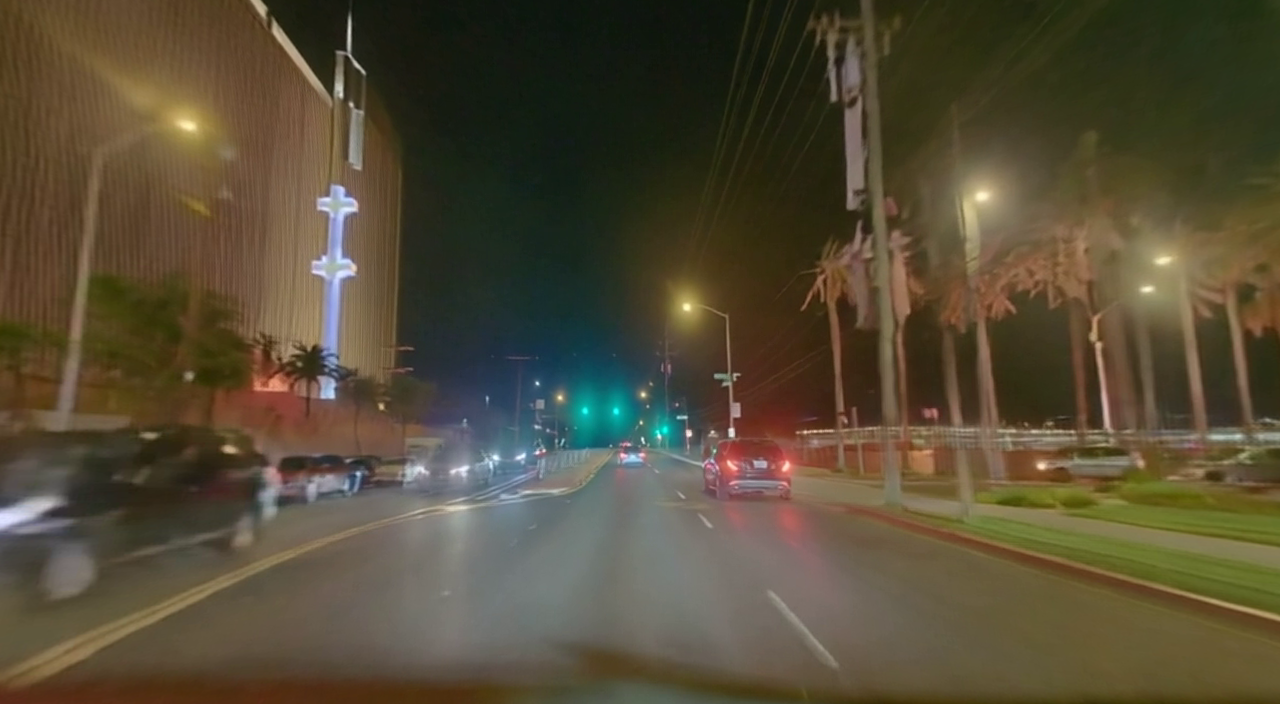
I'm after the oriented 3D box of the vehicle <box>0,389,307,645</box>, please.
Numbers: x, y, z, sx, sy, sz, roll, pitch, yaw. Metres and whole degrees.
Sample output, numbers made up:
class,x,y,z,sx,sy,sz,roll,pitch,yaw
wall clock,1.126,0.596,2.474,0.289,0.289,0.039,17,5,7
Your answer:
class,x,y,z,sx,sy,sz,roll,pitch,yaw
vehicle,-5.839,1.513,6.604,2.106,1.890,4.783,0,-8,0

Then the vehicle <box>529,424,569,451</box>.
class,x,y,z,sx,sy,sz,roll,pitch,yaw
vehicle,-6.541,6.231,45.834,2.295,1.837,4.680,0,-8,-1

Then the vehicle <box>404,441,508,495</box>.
class,x,y,z,sx,sy,sz,roll,pitch,yaw
vehicle,-5.942,3.770,21.092,2.168,1.572,4.635,0,-8,-1

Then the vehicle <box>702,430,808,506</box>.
class,x,y,z,sx,sy,sz,roll,pitch,yaw
vehicle,3.052,3.174,17.784,1.995,1.858,4.333,0,-8,-2

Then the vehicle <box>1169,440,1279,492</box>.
class,x,y,z,sx,sy,sz,roll,pitch,yaw
vehicle,20.574,3.656,20.548,4.673,1.592,2.193,-1,-8,2

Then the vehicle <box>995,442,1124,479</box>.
class,x,y,z,sx,sy,sz,roll,pitch,yaw
vehicle,20.325,5.252,30.776,4.540,1.386,2.337,-4,-8,-1

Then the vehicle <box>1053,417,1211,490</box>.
class,x,y,z,sx,sy,sz,roll,pitch,yaw
vehicle,24.094,5.002,31.223,5.041,3.302,3.064,1,-9,1

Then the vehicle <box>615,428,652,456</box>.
class,x,y,z,sx,sy,sz,roll,pitch,yaw
vehicle,-0.458,5.703,39.820,2.196,1.655,3.939,0,-8,-2

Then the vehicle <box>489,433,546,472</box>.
class,x,y,z,sx,sy,sz,roll,pitch,yaw
vehicle,-6.348,5.245,33.255,2.138,1.858,4.788,0,-8,-1
